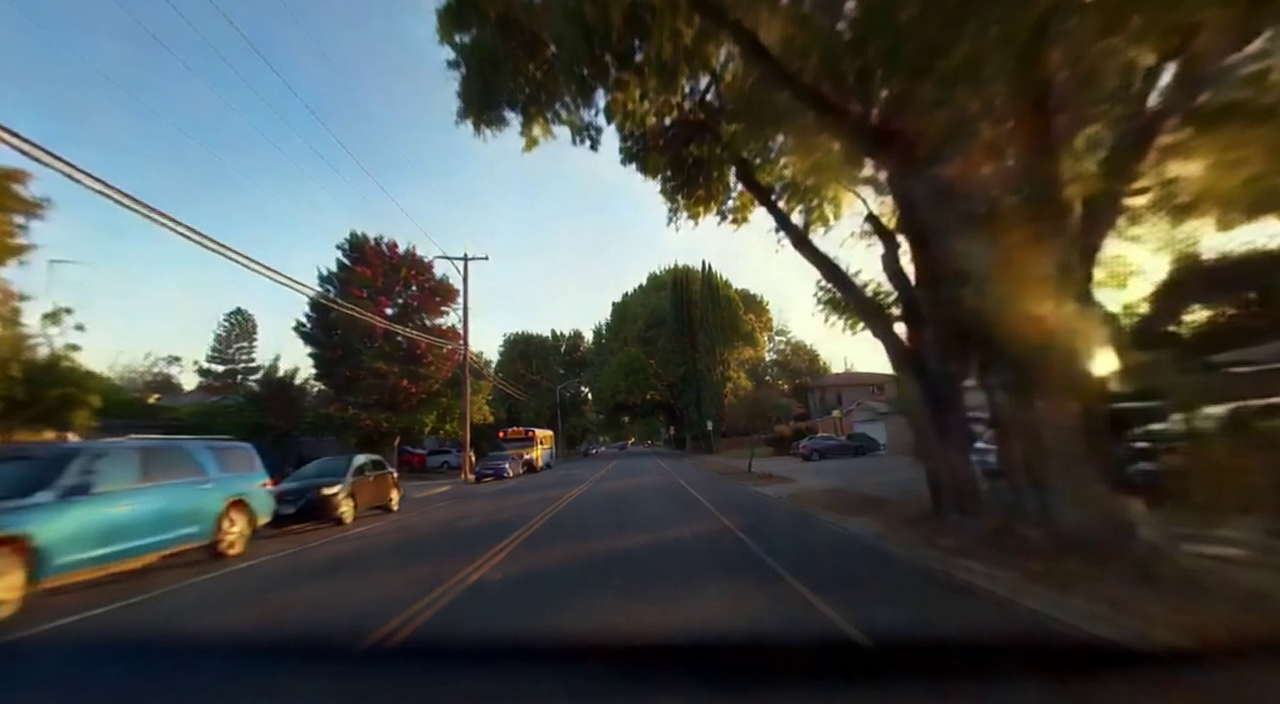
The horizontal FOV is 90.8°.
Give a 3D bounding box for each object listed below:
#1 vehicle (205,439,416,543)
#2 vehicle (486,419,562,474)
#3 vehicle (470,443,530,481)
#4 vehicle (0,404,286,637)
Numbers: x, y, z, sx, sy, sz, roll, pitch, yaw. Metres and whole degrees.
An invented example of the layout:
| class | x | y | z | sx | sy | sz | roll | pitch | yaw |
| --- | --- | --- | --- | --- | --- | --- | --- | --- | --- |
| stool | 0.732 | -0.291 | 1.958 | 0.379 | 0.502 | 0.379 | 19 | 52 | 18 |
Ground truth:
| class | x | y | z | sx | sy | sz | roll | pitch | yaw |
| --- | --- | --- | --- | --- | --- | --- | --- | --- | --- |
| vehicle | -6.629 | 2.794 | 13.479 | 2.002 | 1.790 | 4.624 | 0 | -9 | 0 |
| vehicle | -6.637 | 5.570 | 37.295 | 2.835 | 2.876 | 7.091 | -1 | -8 | 2 |
| vehicle | -6.769 | 5.338 | 30.996 | 2.023 | 1.721 | 4.418 | 0 | -9 | -2 |
| vehicle | -6.581 | 1.764 | 7.015 | 2.284 | 1.939 | 5.502 | -5 | -9 | -1 |
